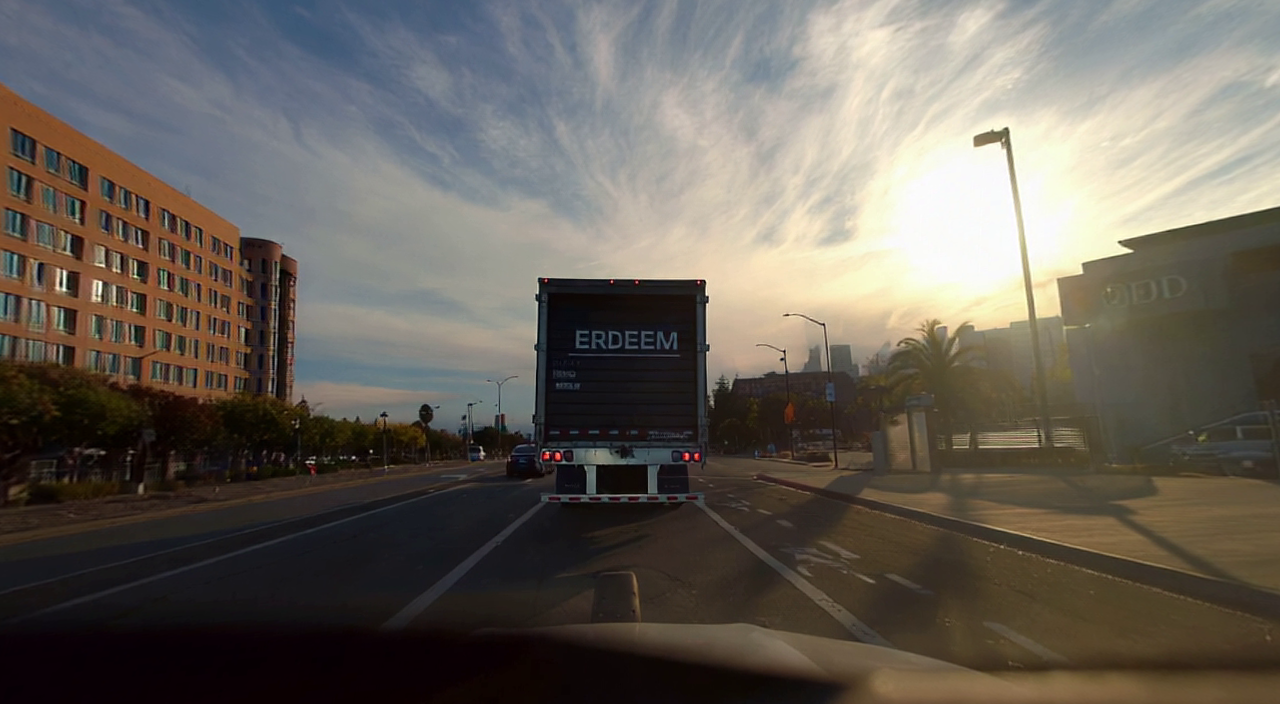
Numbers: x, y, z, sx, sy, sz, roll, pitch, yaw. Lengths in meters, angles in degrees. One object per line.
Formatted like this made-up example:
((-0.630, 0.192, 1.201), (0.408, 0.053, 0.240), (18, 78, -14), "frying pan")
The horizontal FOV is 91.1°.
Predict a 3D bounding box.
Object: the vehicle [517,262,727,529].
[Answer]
((-0.207, 1.186, 13.471), (2.876, 3.724, 9.351), (0, -8, 1), "vehicle")

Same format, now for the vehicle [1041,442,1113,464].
((31.352, 7.216, 45.167), (1.652, 1.423, 3.797), (5, -9, -35), "vehicle")

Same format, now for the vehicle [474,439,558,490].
((-3.925, 3.607, 20.549), (1.957, 1.462, 3.878), (0, -8, 0), "vehicle")
